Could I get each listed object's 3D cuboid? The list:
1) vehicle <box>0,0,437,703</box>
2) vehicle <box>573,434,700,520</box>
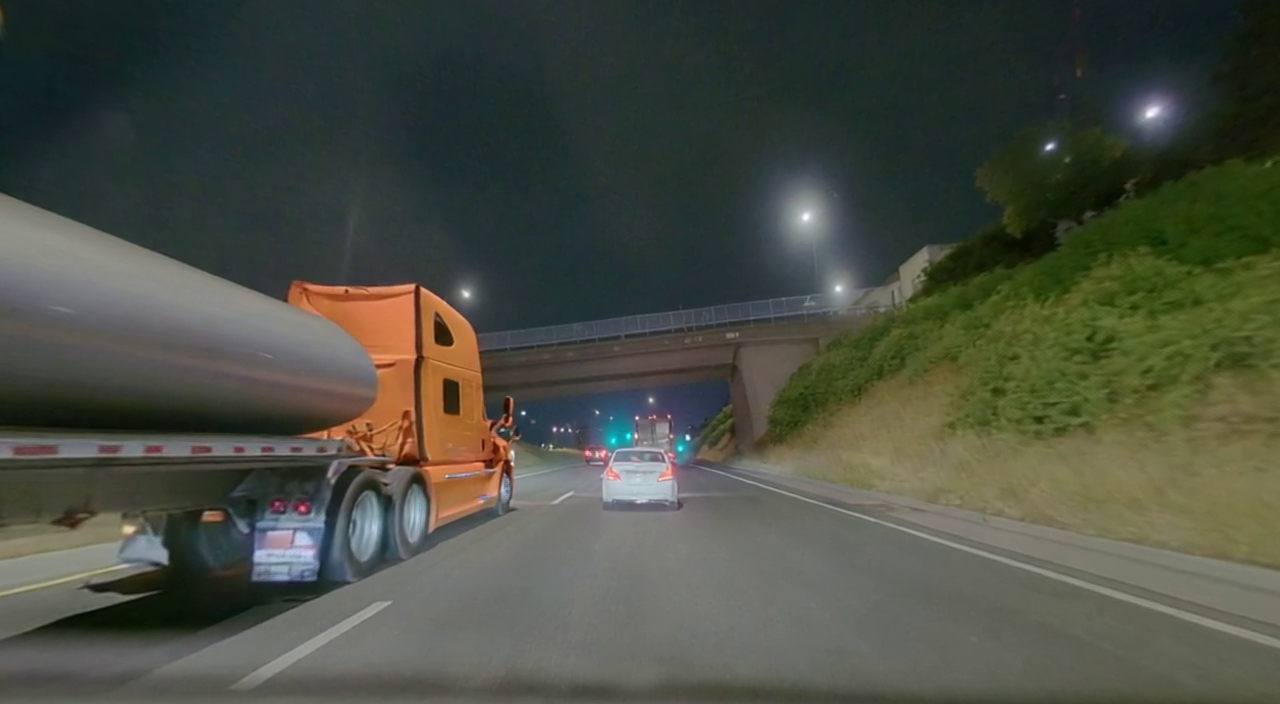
[{"bbox_3d":[-4.217,-0.260,0.980,2.896,3.563,14.643,0,-9,0],"label":"vehicle"},{"bbox_3d":[-0.074,2.530,13.273,2.215,1.481,4.246,0,-9,0],"label":"vehicle"}]
